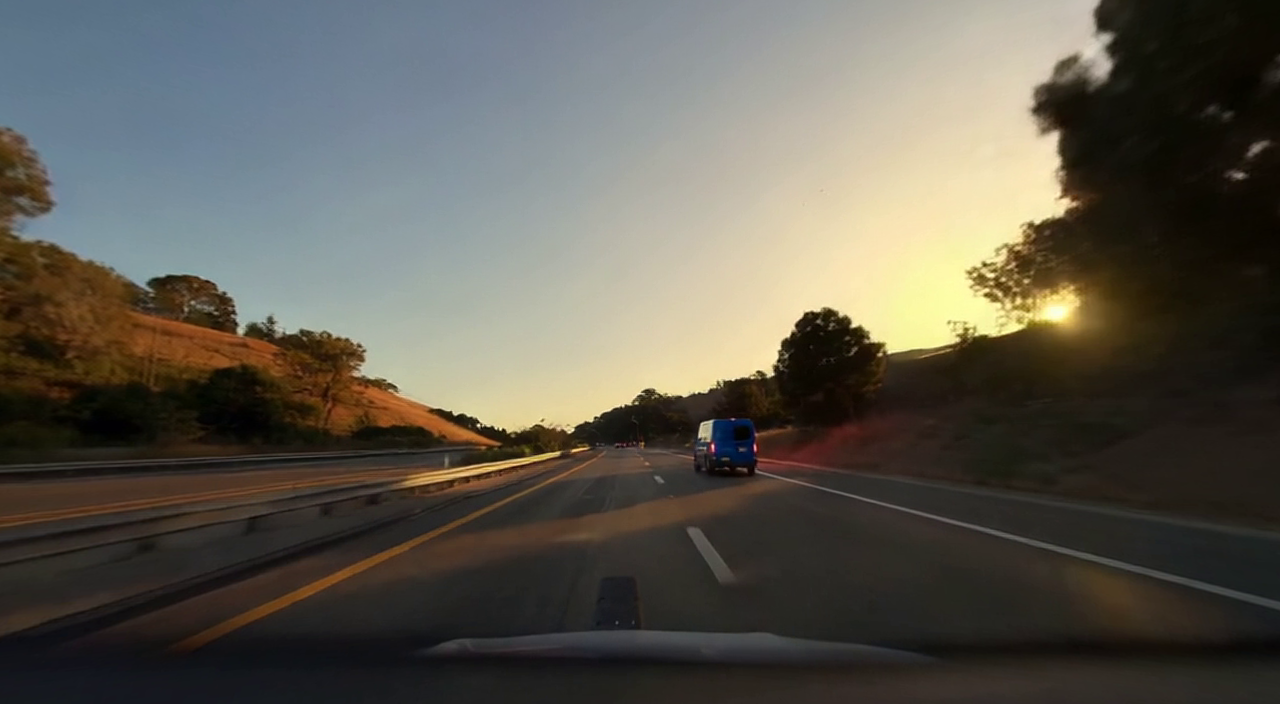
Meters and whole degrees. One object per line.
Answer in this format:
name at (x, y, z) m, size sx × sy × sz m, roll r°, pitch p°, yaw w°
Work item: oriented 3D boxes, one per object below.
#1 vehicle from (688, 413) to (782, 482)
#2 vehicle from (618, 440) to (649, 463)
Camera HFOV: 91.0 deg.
vehicle at (3.048, 3.218, 21.372) m, size 2.269 × 2.048 × 4.679 m, roll 0°, pitch -8°, yaw -2°
vehicle at (-0.450, 6.868, 43.530) m, size 2.005 × 1.466 × 3.739 m, roll 0°, pitch -8°, yaw 0°
